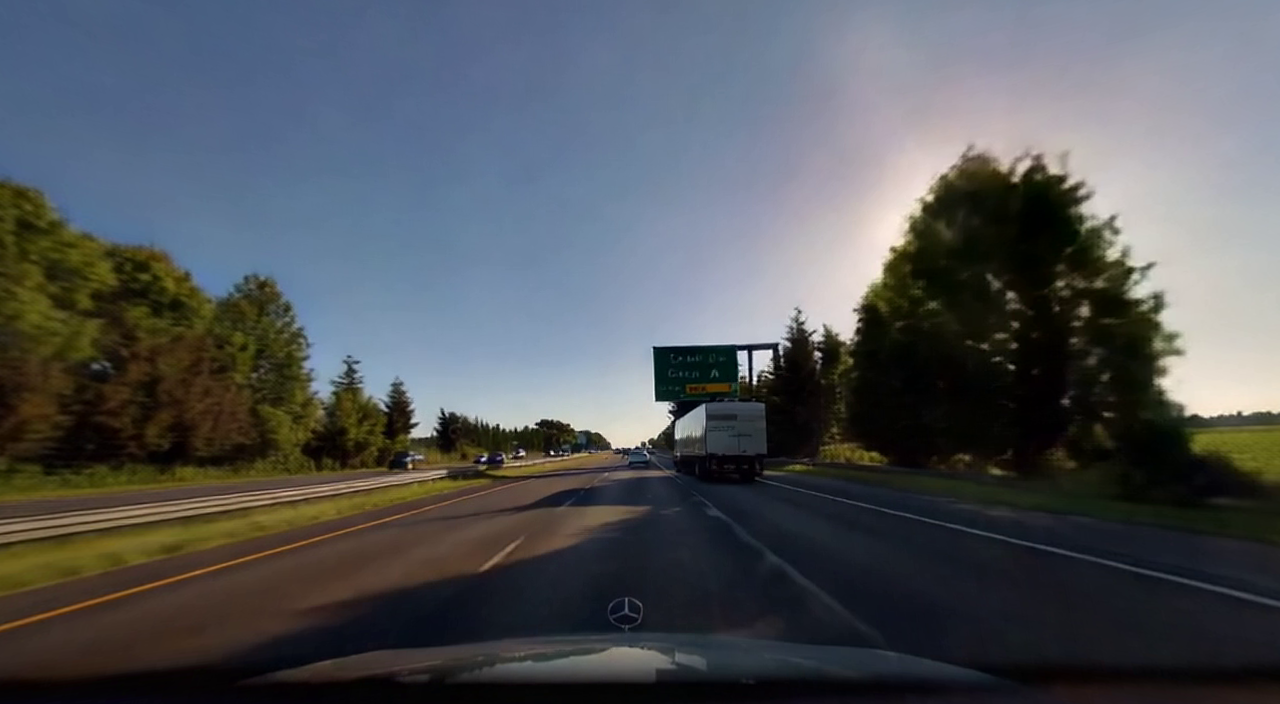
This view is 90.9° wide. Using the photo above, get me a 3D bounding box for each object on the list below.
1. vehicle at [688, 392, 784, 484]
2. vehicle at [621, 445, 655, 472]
[{"bbox_3d":[4.038,4.009,28.786,2.931,3.530,8.760,0,-9,0],"label":"vehicle"},{"bbox_3d":[-0.095,7.063,42.049,2.151,1.678,3.923,0,-9,0],"label":"vehicle"}]
